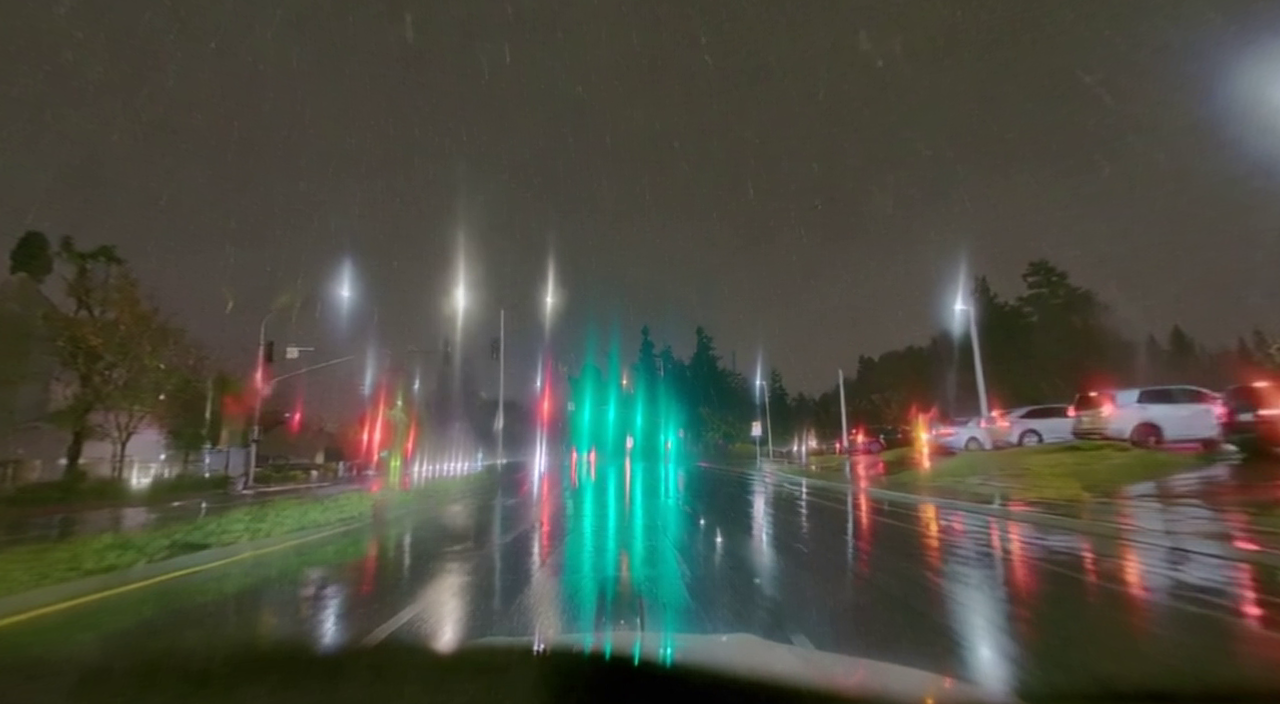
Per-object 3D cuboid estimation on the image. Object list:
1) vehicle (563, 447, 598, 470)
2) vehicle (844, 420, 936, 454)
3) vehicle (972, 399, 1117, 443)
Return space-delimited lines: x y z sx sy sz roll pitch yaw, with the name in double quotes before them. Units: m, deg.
"vehicle" -4.513 7.961 47.512 2.197 1.642 4.312 2 -8 -11
"vehicle" 16.010 5.426 40.604 4.922 1.749 2.145 -4 -6 3
"vehicle" 15.689 2.726 24.689 4.297 1.632 1.977 0 -8 -2
